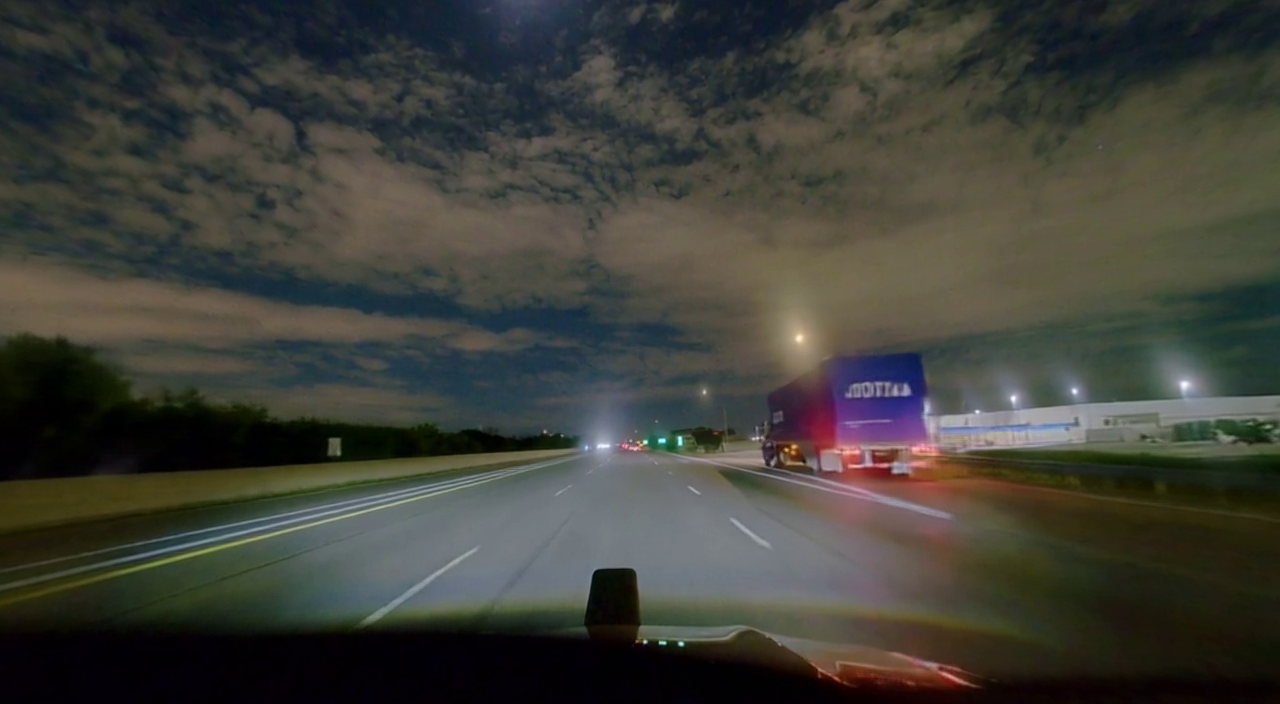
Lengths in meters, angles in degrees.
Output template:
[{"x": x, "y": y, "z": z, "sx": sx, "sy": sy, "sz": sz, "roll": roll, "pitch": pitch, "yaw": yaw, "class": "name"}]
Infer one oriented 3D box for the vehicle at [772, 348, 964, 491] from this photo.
[{"x": 8.169, "y": 3.118, "z": 26.267, "sx": 3.469, "sy": 3.986, "sz": 17.065, "roll": -1, "pitch": -8, "yaw": 6, "class": "vehicle"}]
